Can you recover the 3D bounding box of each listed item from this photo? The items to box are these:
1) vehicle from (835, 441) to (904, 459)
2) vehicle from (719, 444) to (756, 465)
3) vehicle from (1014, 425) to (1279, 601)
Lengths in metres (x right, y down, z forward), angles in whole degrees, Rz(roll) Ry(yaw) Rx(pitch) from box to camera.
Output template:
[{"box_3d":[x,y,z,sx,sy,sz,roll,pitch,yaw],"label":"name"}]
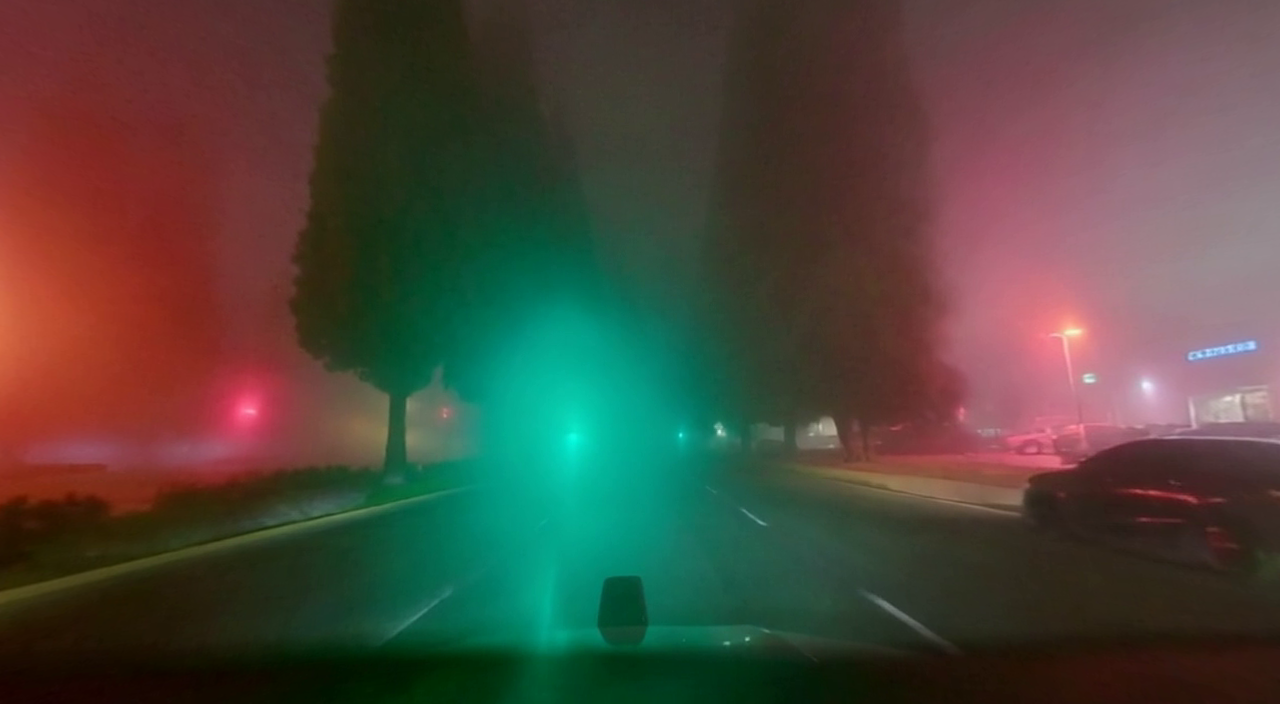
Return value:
[{"box_3d":[16.703,7.157,45.966,4.272,1.227,1.926,-1,-8,0],"label":"vehicle"},{"box_3d":[7.284,7.661,47.328,2.054,1.530,4.478,0,-8,0],"label":"vehicle"},{"box_3d":[6.970,1.718,7.444,2.122,1.602,4.928,0,-8,1],"label":"vehicle"}]
